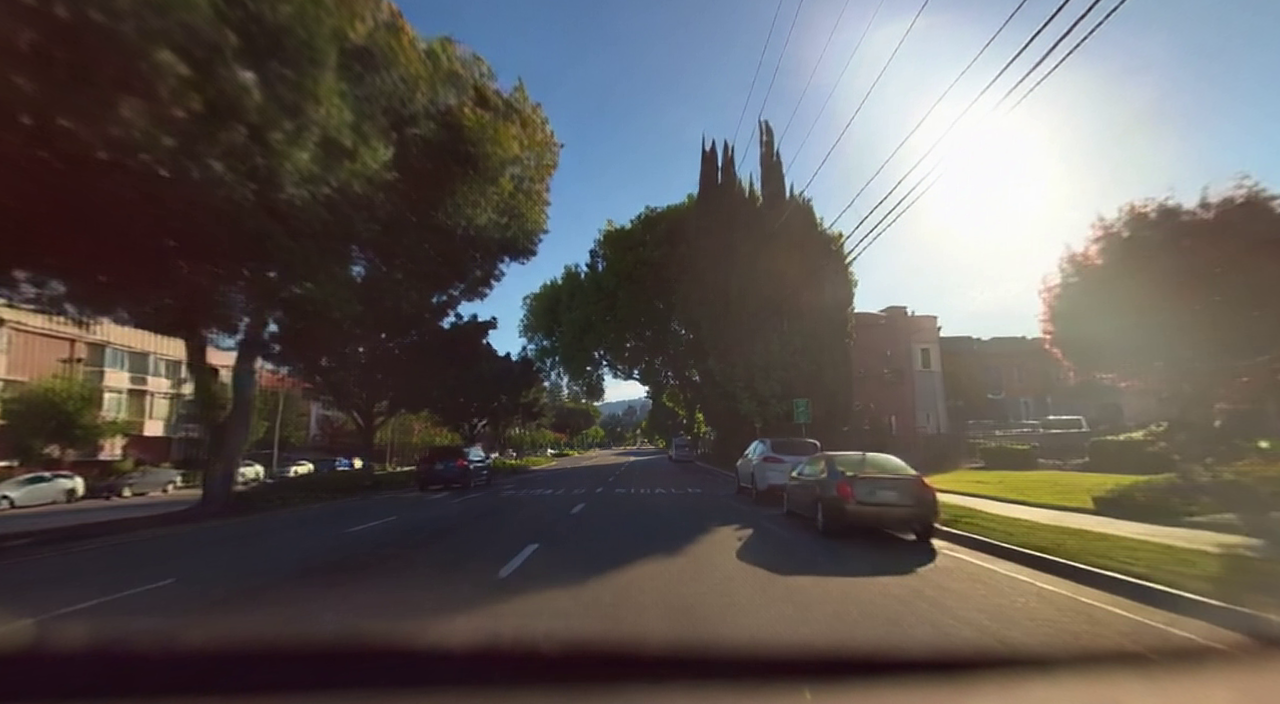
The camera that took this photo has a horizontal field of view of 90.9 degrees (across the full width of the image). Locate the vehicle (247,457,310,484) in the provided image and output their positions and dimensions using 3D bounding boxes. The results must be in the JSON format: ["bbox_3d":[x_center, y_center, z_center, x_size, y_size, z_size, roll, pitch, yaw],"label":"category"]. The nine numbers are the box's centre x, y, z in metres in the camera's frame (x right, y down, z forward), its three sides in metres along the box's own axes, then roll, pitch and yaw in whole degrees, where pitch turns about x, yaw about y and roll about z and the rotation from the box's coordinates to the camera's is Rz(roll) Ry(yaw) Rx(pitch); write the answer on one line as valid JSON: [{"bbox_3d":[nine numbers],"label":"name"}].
[{"bbox_3d":[-25.557,8.355,44.781,1.857,1.472,4.422,-5,-7,1],"label":"vehicle"}]

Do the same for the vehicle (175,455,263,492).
[{"bbox_3d":[-25.599,7.368,38.544,2.132,1.492,4.734,-4,-4,1],"label":"vehicle"}]

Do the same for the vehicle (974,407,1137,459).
[{"bbox_3d":[22.921,4.519,35.106,6.917,2.731,2.901,0,-8,1],"label":"vehicle"}]

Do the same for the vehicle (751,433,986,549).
[{"bbox_3d":[3.389,2.153,10.541,2.259,1.500,4.474,0,-8,0],"label":"vehicle"}]

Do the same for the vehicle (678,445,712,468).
[{"bbox_3d":[3.948,7.574,45.983,2.048,1.556,4.753,0,-8,0],"label":"vehicle"}]

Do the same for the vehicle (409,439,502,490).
[{"bbox_3d":[-6.643,4.072,23.311,2.000,1.671,4.497,0,-8,1],"label":"vehicle"}]

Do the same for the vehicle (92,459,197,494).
[{"bbox_3d":[-25.753,6.474,33.022,1.926,1.557,4.385,0,-8,0],"label":"vehicle"}]

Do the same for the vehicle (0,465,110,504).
[{"bbox_3d":[-25.815,5.741,27.696,1.706,1.435,3.899,0,-8,-2],"label":"vehicle"}]
